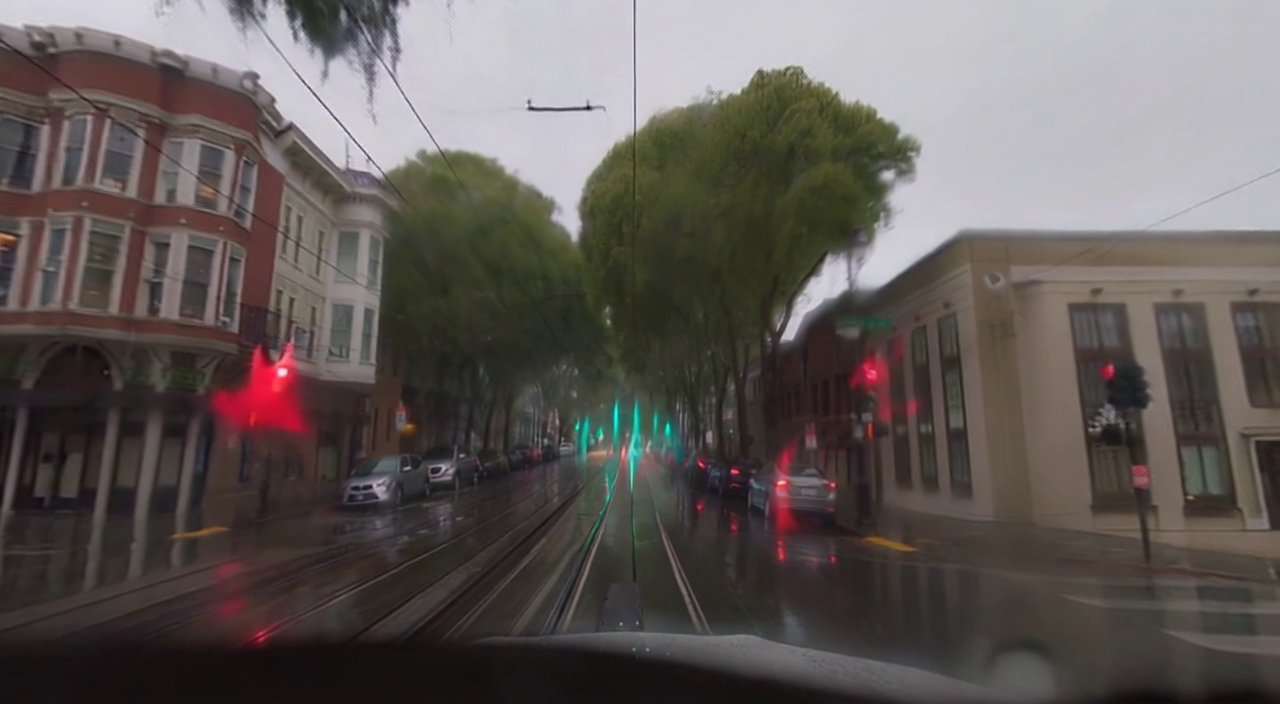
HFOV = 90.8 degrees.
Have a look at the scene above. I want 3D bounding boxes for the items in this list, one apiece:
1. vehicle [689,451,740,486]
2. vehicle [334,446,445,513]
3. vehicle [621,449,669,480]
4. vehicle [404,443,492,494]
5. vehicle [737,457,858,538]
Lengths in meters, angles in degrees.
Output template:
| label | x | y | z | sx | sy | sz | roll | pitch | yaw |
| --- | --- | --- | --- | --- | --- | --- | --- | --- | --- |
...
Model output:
| label | x | y | z | sx | sy | sz | roll | pitch | yaw |
| --- | --- | --- | --- | --- | --- | --- | --- | --- | --- |
| vehicle | 3.690 | 5.847 | 31.970 | 1.890 | 1.559 | 4.281 | 0 | -8 | -3 |
| vehicle | -7.418 | 3.949 | 19.176 | 1.779 | 1.588 | 3.953 | 2 | -17 | -2 |
| vehicle | 0.218 | 6.045 | 34.247 | 1.984 | 1.571 | 3.404 | 1 | -9 | -10 |
| vehicle | -7.407 | 4.628 | 24.940 | 1.861 | 1.751 | 4.550 | 1 | -11 | 2 |
| vehicle | 3.856 | 3.608 | 16.290 | 1.929 | 1.723 | 4.134 | 0 | -8 | -2 |
